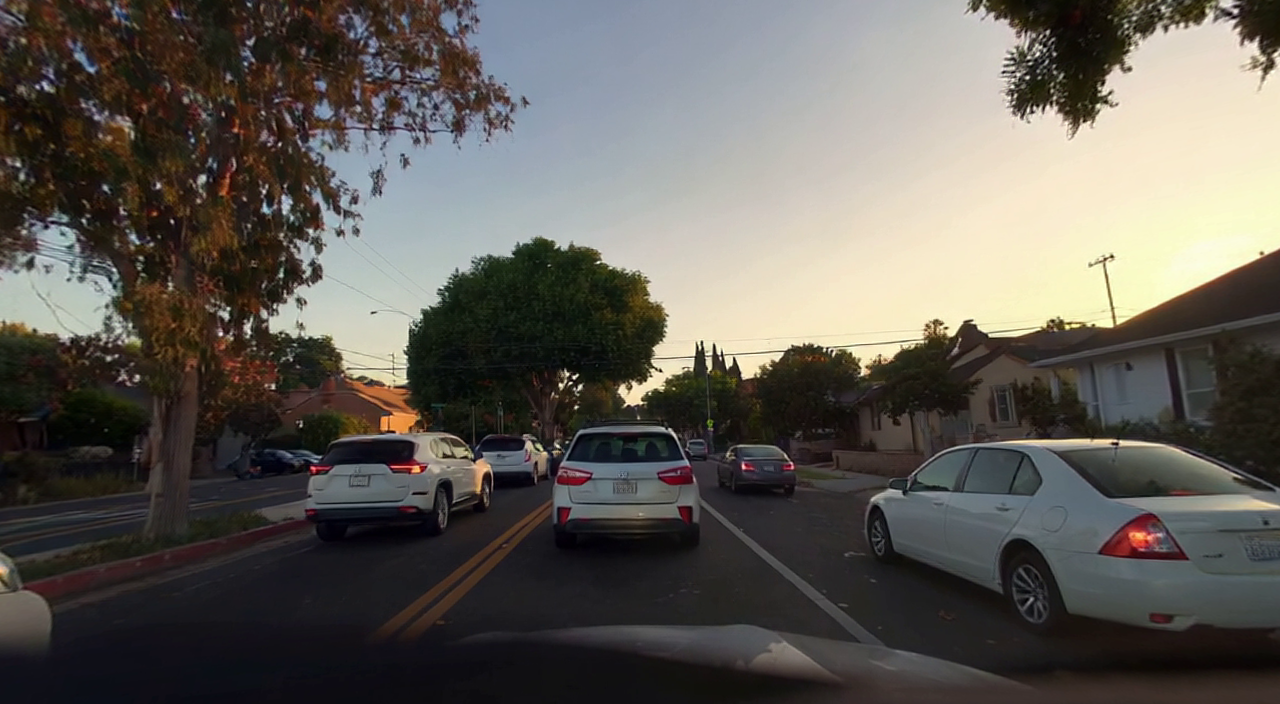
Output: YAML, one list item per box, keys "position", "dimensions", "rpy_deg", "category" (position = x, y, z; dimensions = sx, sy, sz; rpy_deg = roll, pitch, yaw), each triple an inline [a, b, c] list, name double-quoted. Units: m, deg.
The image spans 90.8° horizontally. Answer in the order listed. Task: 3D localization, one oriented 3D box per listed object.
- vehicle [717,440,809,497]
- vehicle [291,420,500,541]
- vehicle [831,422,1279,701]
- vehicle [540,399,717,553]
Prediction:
- position: [3.501, 3.373, 18.736]
  dimensions: [1.880, 1.476, 3.932]
  rpy_deg: [0, -8, -1]
  category: "vehicle"
- position: [-3.717, 2.019, 10.585]
  dimensions: [1.864, 1.576, 4.324]
  rpy_deg: [0, -8, -1]
  category: "vehicle"
- position: [3.474, 1.462, 5.757]
  dimensions: [1.977, 1.480, 4.589]
  rpy_deg: [0, -8, -1]
  category: "vehicle"
- position: [-0.231, 1.826, 9.940]
  dimensions: [2.164, 1.867, 4.254]
  rpy_deg: [0, -8, -3]
  category: "vehicle"
